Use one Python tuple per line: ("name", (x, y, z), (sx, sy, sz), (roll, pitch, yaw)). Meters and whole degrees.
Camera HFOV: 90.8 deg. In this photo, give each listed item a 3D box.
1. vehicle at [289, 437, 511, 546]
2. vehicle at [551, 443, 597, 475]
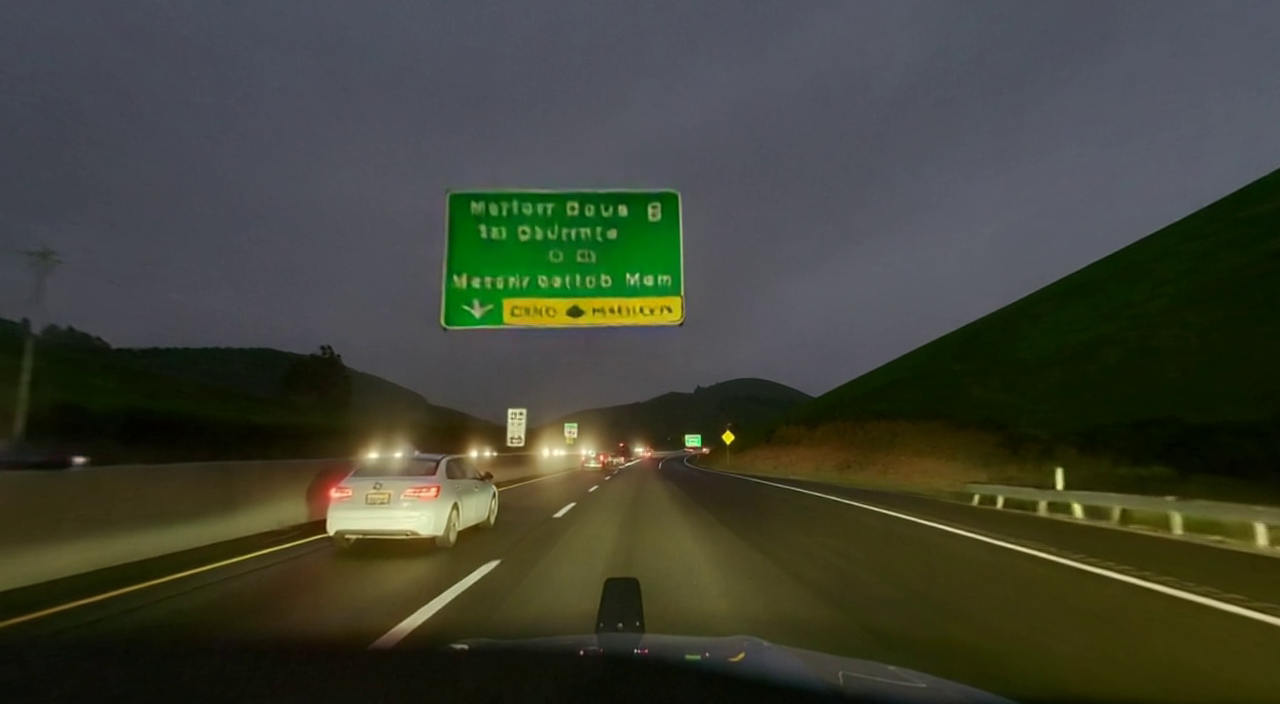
("vehicle", (-3.691, 2.223, 10.776), (1.988, 1.440, 4.504), (0, -9, 0))
("vehicle", (-3.655, 6.002, 35.639), (2.073, 1.694, 4.162), (0, -9, 1))
